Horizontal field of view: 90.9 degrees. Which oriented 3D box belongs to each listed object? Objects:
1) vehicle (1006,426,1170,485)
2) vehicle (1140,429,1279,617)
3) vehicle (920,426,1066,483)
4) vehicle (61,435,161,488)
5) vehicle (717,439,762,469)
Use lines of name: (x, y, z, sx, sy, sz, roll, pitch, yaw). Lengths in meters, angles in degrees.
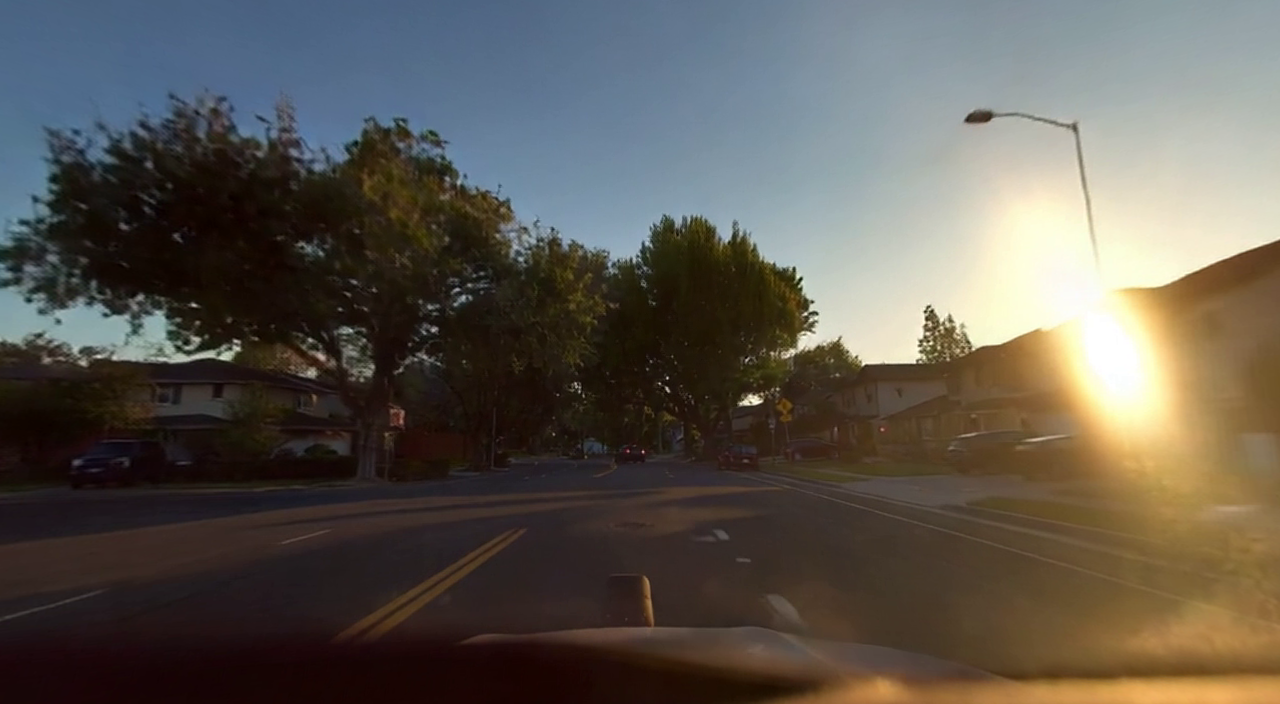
vehicle: (14.534, 3.332, 20.492, 4.469, 1.721, 2.191, 3, -9, -23)
vehicle: (6.324, 1.238, 4.074, 2.235, 1.515, 4.782, 0, -8, 0)
vehicle: (14.541, 4.137, 25.980, 5.277, 1.749, 2.335, -1, -3, -21)
vehicle: (-23.467, 4.824, 28.209, 2.083, 2.113, 4.490, 4, -9, -23)
vehicle: (6.978, 7.220, 45.010, 2.348, 1.986, 6.289, 0, -8, 1)
